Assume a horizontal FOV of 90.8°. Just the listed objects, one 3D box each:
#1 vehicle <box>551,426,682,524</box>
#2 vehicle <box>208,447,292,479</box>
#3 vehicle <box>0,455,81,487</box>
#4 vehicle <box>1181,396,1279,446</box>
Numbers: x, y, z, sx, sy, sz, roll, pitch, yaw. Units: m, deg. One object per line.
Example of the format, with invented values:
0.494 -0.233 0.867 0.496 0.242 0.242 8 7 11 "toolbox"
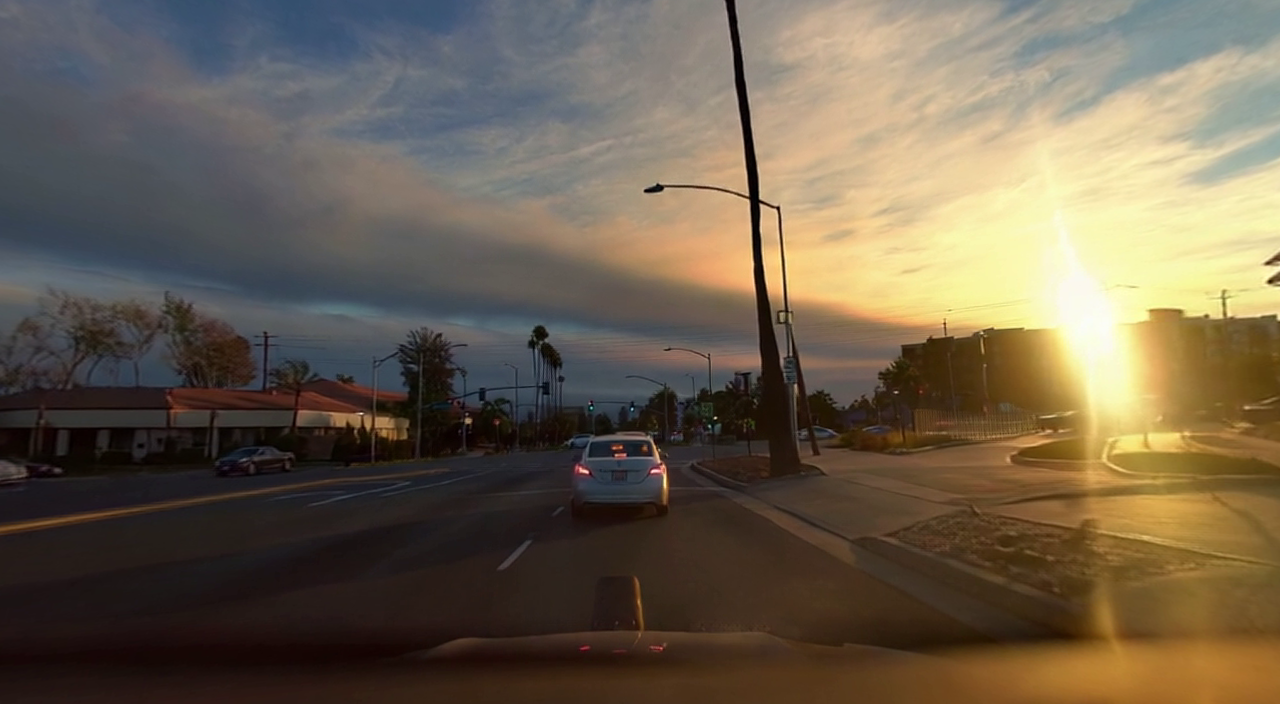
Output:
-0.384 2.231 11.926 2.060 1.526 3.859 0 -9 -1 "vehicle"
-23.029 6.521 37.532 1.990 1.752 4.673 0 -9 0 "vehicle"
-36.334 7.108 38.001 1.757 1.803 4.000 0 -9 -3 "vehicle"
19.338 2.152 19.462 3.730 1.436 1.578 -1 -9 2 "vehicle"
